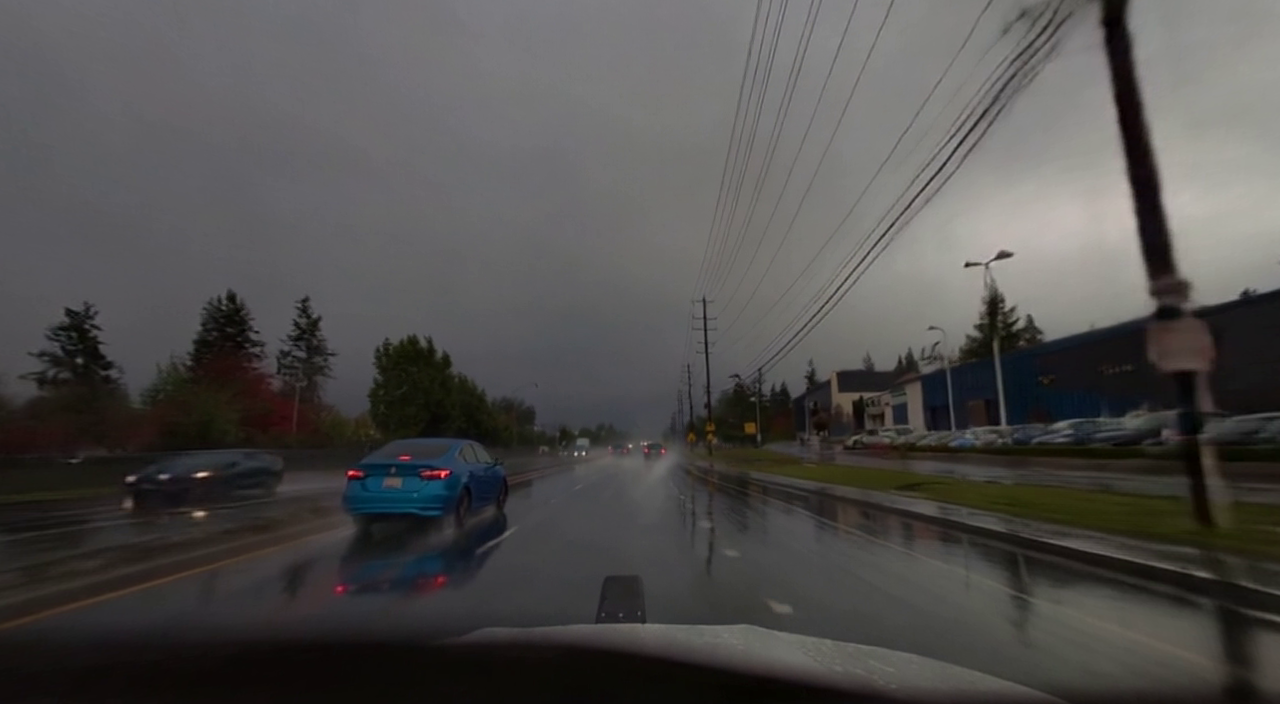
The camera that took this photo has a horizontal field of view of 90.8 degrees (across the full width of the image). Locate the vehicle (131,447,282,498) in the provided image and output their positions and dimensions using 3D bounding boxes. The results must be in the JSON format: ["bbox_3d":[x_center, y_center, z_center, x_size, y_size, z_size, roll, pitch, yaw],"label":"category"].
[{"bbox_3d":[-15.898,4.408,23.542,2.332,1.678,4.431,0,-9,3],"label":"vehicle"}]

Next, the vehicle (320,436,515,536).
[{"bbox_3d":[-3.861,2.394,12.010,1.928,1.488,4.635,0,-9,1],"label":"vehicle"}]
